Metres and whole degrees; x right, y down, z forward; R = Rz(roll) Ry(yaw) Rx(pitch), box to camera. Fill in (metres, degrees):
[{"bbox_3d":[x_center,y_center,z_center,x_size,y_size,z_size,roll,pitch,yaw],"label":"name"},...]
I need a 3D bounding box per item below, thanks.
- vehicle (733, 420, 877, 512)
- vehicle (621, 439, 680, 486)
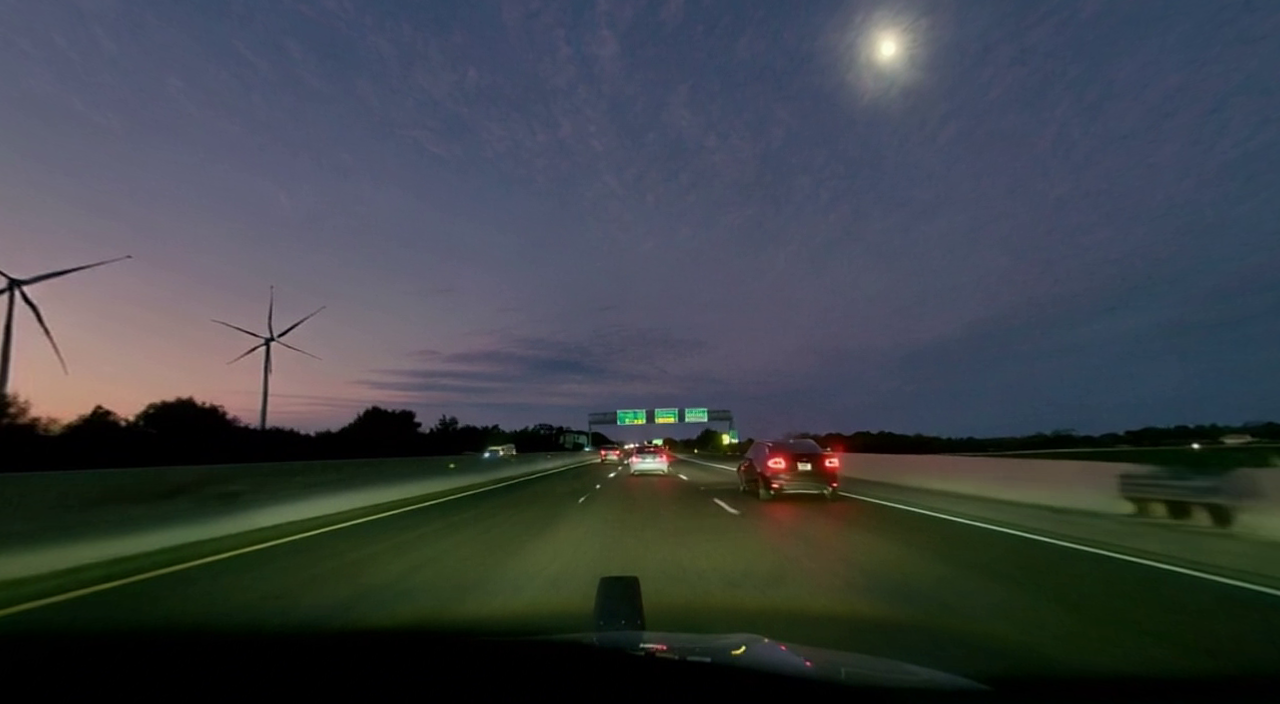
[{"bbox_3d":[3.783,2.741,15.559,2.104,1.861,4.956,0,-9,-1],"label":"vehicle"},{"bbox_3d":[0.363,4.237,24.350,2.083,1.653,3.787,0,-9,0],"label":"vehicle"}]
